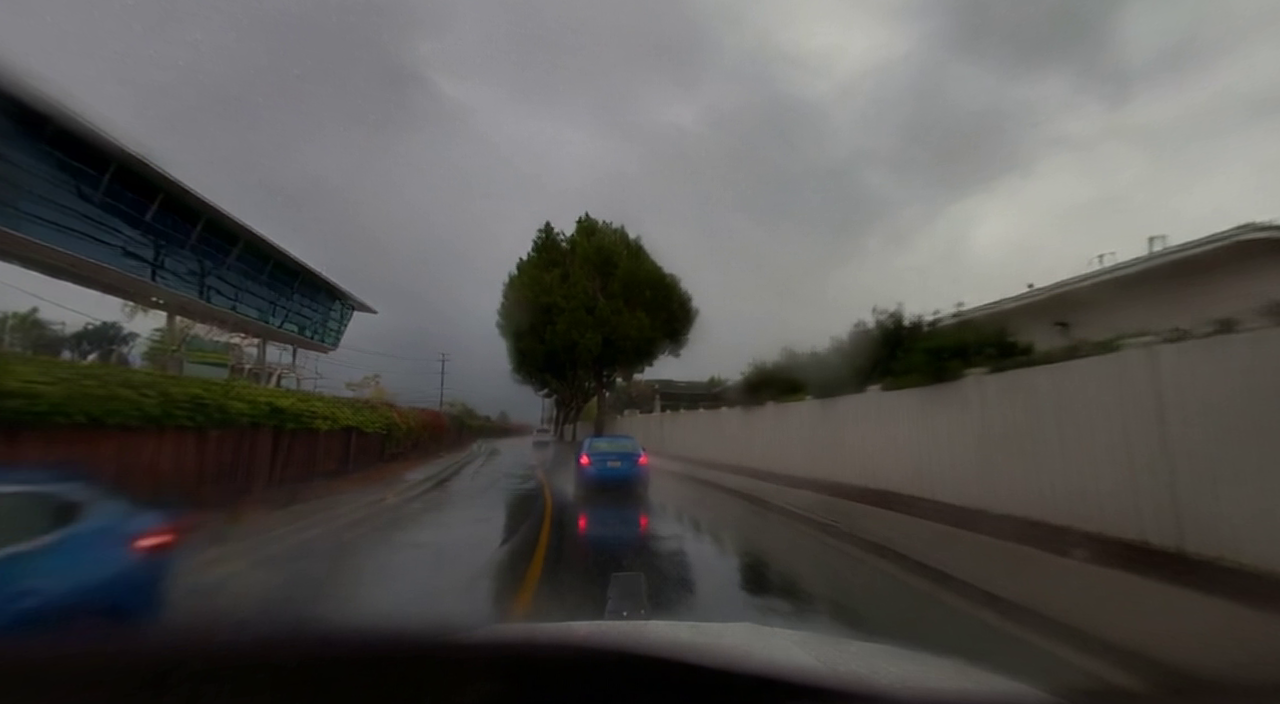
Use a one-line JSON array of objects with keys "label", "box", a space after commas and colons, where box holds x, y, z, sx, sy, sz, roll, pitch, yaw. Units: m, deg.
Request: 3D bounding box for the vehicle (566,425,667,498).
[{"label": "vehicle", "box": [-0.701, 2.534, 15.075, 2.060, 1.487, 3.920, 1, -8, -7]}]

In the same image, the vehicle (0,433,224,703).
[{"label": "vehicle", "box": [-3.427, 0.926, 1.595, 1.957, 1.442, 4.180, 0, -8, -1]}]
